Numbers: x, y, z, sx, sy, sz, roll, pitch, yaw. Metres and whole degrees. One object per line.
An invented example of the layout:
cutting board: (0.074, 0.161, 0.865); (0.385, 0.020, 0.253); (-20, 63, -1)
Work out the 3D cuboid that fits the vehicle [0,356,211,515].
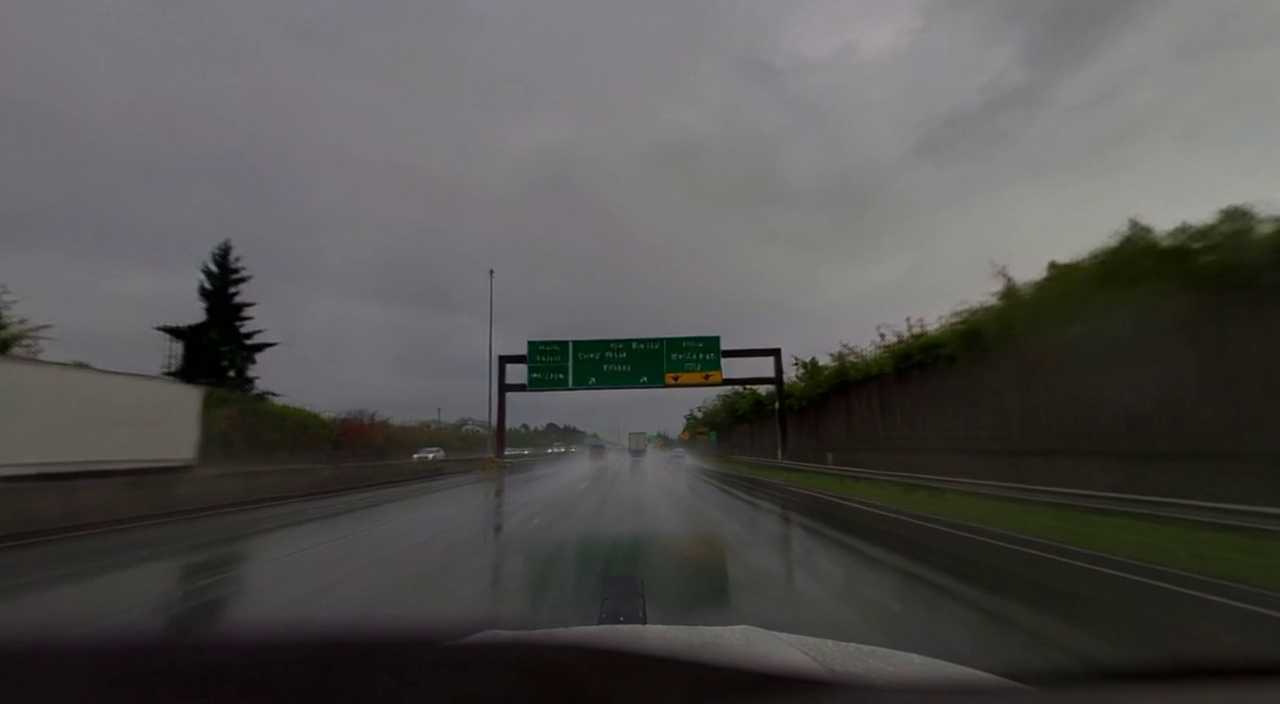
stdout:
vehicle: (-17.748, 2.206, 16.547); (2.932, 3.996, 14.452); (0, -9, 0)
